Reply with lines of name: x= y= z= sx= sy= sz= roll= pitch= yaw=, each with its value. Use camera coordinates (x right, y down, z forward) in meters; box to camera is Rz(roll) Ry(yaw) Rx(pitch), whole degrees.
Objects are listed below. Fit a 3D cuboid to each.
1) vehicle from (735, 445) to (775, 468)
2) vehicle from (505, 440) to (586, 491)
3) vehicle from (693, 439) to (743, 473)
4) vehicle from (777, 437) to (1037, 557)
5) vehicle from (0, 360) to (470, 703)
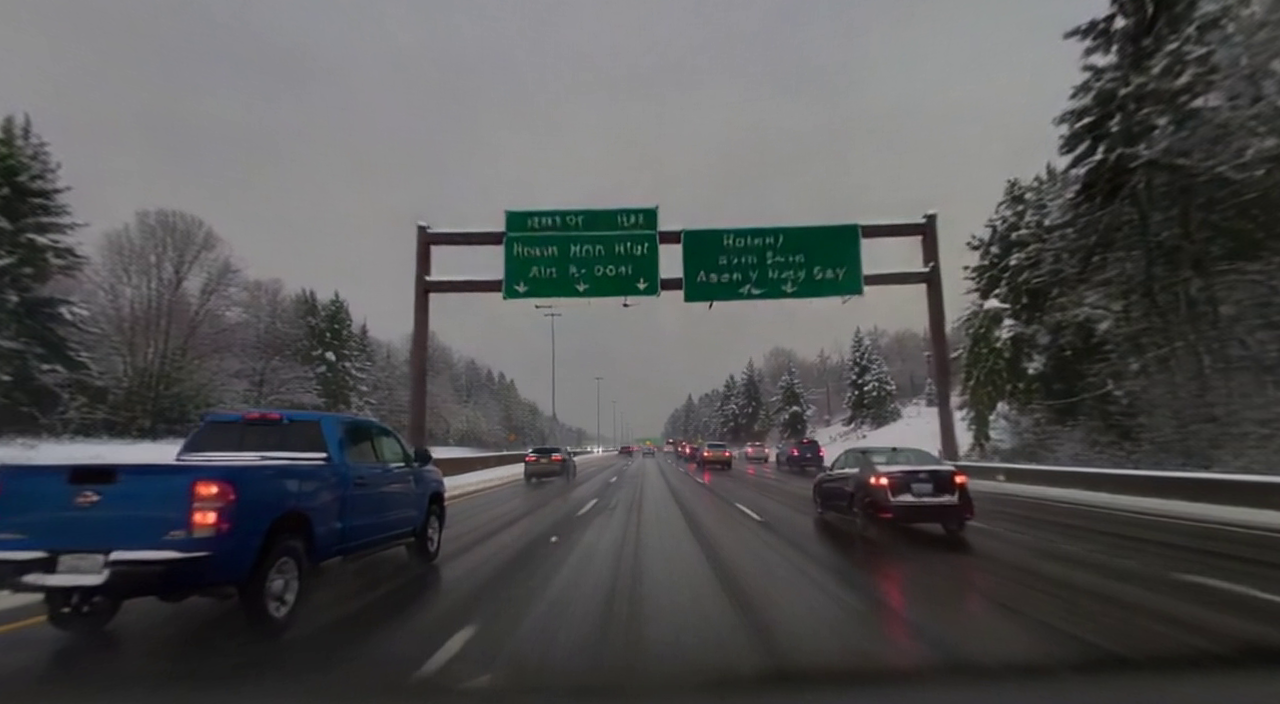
vehicle: x=7.983 y=7.291 z=44.153 sx=1.904 sy=1.473 sz=4.598 roll=0 pitch=-8 yaw=-1
vehicle: x=-3.192 y=3.939 z=22.343 sx=1.974 sy=1.589 sz=5.047 roll=0 pitch=-8 yaw=1
vehicle: x=4.340 y=5.876 z=35.929 sx=2.144 sy=1.752 sz=4.765 roll=0 pitch=-8 yaw=-1
vehicle: x=3.841 y=2.154 z=10.277 sx=2.040 sy=1.461 sz=4.822 roll=0 pitch=-8 yaw=-1
vehicle: x=-3.255 y=1.264 z=5.585 sx=2.139 sy=1.764 sz=4.707 roll=0 pitch=-8 yaw=0
